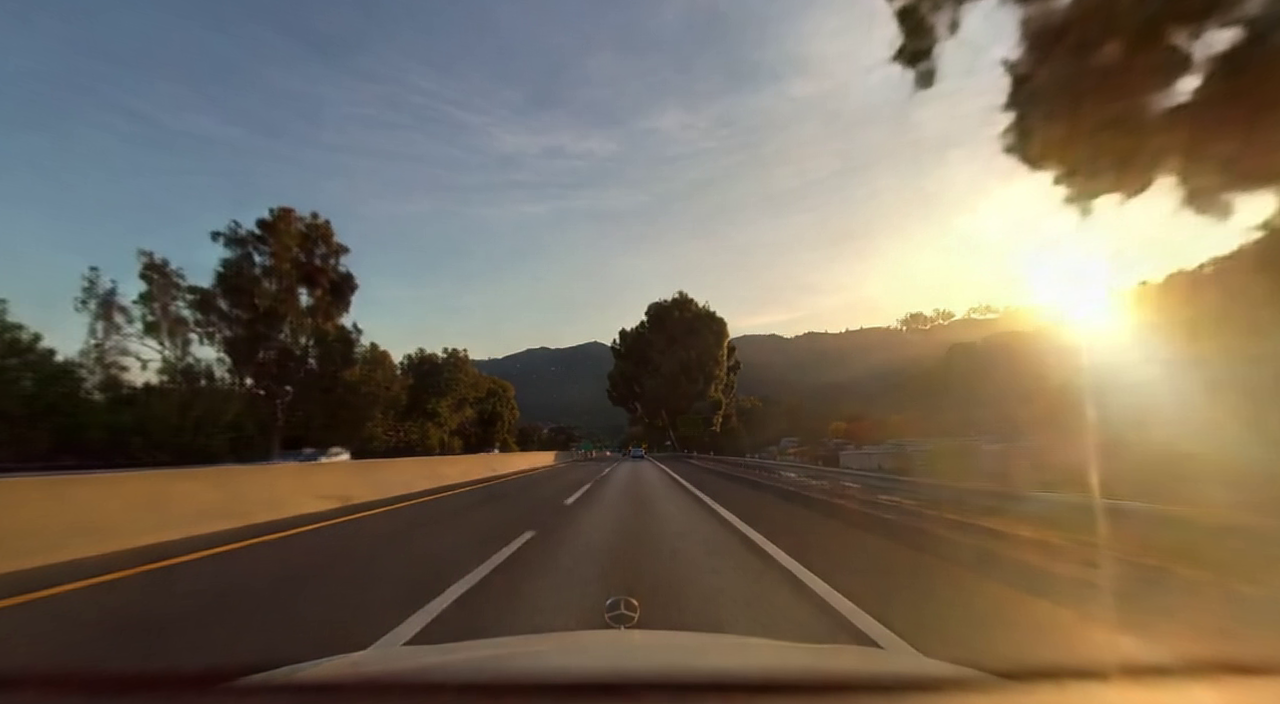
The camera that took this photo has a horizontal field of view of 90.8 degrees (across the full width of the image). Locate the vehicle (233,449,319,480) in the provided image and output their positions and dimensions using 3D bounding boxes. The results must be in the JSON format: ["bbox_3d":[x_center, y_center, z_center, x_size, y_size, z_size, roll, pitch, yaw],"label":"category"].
[{"bbox_3d":[-25.631,7.911,44.848,2.375,1.973,6.248,0,-9,0],"label":"vehicle"}]
